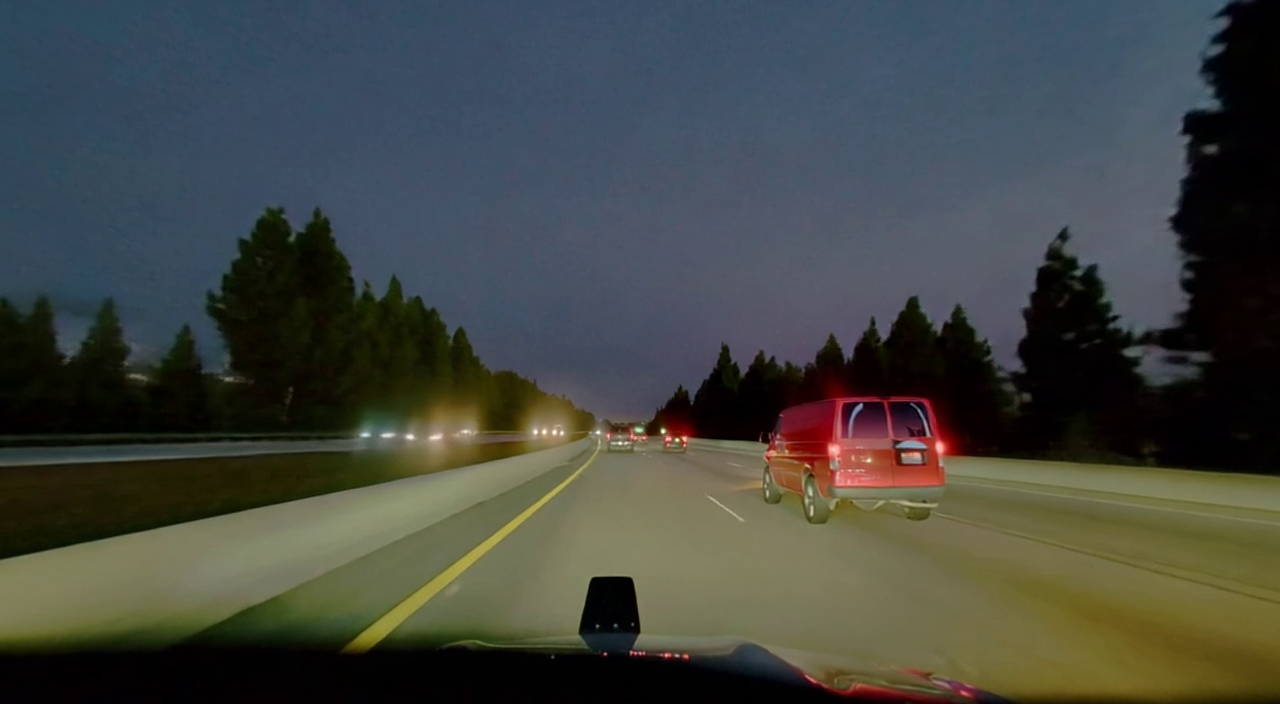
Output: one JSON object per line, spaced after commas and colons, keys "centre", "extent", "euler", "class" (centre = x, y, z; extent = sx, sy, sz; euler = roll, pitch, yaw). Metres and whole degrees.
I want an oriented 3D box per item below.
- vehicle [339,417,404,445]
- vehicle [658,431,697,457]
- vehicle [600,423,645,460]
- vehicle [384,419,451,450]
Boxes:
{"centre": [-15.566, 4.631, 36.754], "extent": [1.882, 1.524, 4.382], "euler": [0, -8, 0], "class": "vehicle"}
{"centre": [2.362, 5.897, 40.610], "extent": [1.996, 1.589, 3.715], "euler": [0, -8, -4], "class": "vehicle"}
{"centre": [-0.993, 5.105, 36.097], "extent": [2.403, 1.994, 4.683], "euler": [0, -8, -2], "class": "vehicle"}
{"centre": [-11.435, 4.295, 32.665], "extent": [2.066, 1.473, 3.837], "euler": [0, -8, -1], "class": "vehicle"}
